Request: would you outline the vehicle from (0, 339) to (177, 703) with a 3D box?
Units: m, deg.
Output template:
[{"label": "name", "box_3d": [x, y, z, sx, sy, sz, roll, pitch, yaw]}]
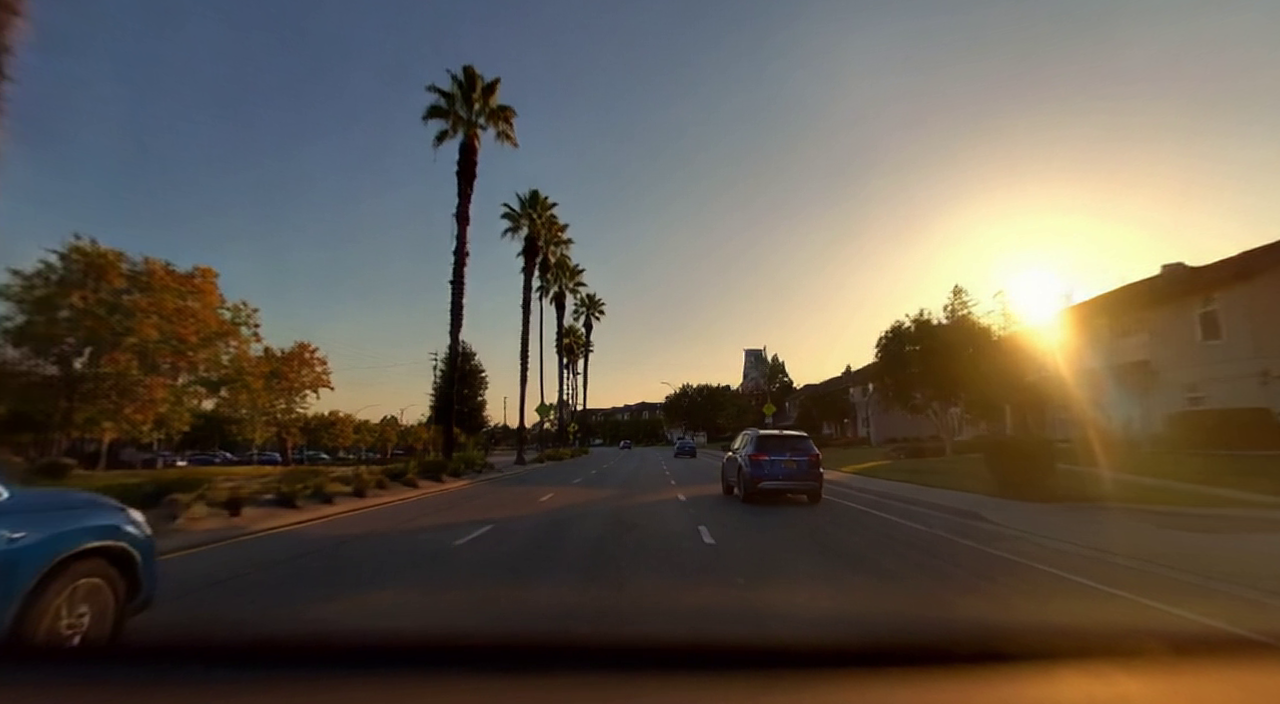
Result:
[{"label": "vehicle", "box_3d": [-4.007, 0.622, 1.414, 2.150, 1.768, 4.868, 0, -8, 0]}]

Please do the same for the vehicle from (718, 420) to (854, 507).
[{"label": "vehicle", "box_3d": [3.324, 2.663, 15.412, 2.195, 1.804, 4.658, 0, -8, 0]}]
